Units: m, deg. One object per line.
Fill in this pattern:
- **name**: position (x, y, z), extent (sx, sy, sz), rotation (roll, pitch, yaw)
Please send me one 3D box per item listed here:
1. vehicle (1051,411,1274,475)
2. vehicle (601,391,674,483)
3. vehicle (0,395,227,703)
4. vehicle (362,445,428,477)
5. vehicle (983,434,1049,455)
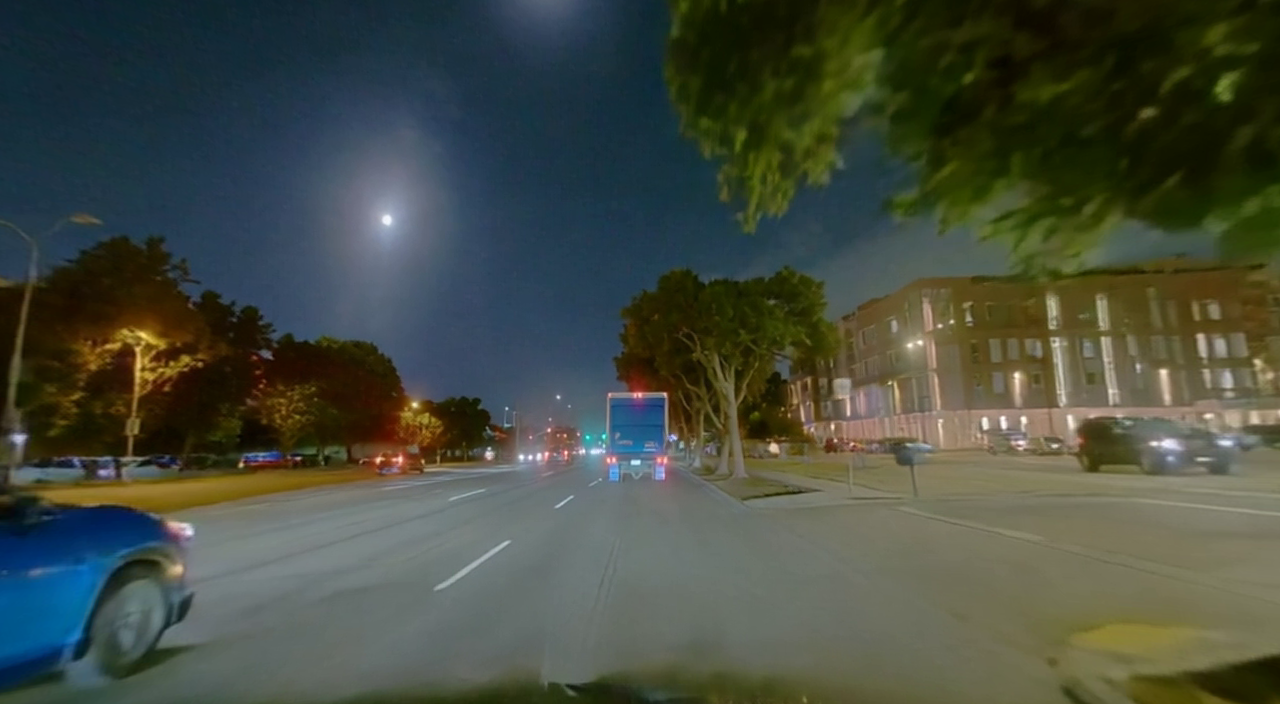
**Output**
- **vehicle**: position (13.881, 2.438, 16.905), extent (4.321, 1.579, 1.823), rotation (0, -7, 1)
- **vehicle**: position (-0.014, 4.036, 29.428), extent (2.905, 3.644, 8.807), rotation (0, -9, 1)
- **vehicle**: position (-4.092, 0.914, 2.359), extent (2.078, 1.597, 4.355), rotation (0, -9, 0)
- **vehicle**: position (-13.896, 6.179, 35.867), extent (1.958, 1.672, 4.283), rotation (0, -9, 1)
- **vehicle**: position (25.871, 6.376, 43.210), extent (3.503, 1.419, 1.646), rotation (1, -9, -4)
